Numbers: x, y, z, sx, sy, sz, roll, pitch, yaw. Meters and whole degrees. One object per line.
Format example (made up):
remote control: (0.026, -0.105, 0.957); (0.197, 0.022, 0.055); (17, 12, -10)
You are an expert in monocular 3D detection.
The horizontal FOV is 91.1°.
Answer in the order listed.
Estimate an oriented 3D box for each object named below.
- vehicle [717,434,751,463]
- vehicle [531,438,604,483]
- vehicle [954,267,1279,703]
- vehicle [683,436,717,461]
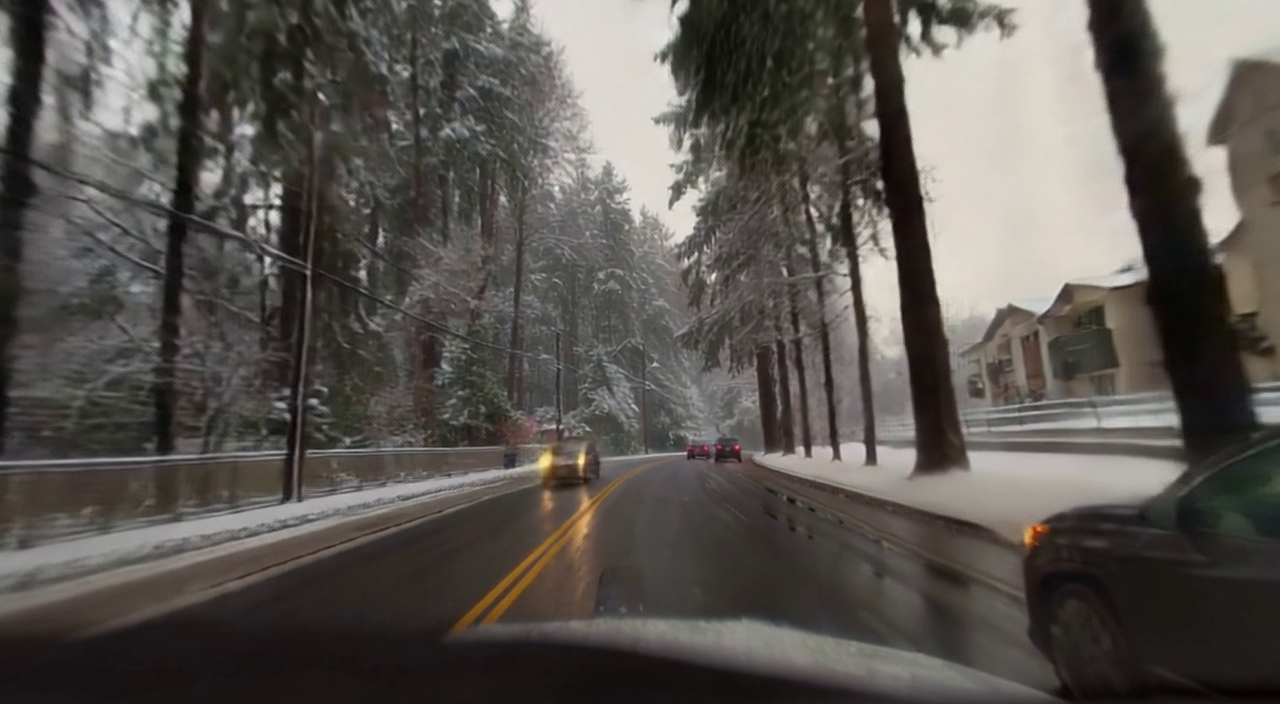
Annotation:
vehicle: (6.220, 6.404, 41.815); (2.069, 1.791, 4.422); (-1, -8, 8)
vehicle: (-2.636, 4.069, 23.873); (1.958, 1.538, 4.081); (-1, -8, 5)
vehicle: (3.229, 0.595, 1.620); (2.219, 1.881, 5.104); (0, -8, 1)
vehicle: (4.780, 7.598, 49.585); (2.158, 1.852, 4.485); (-2, -9, 11)
